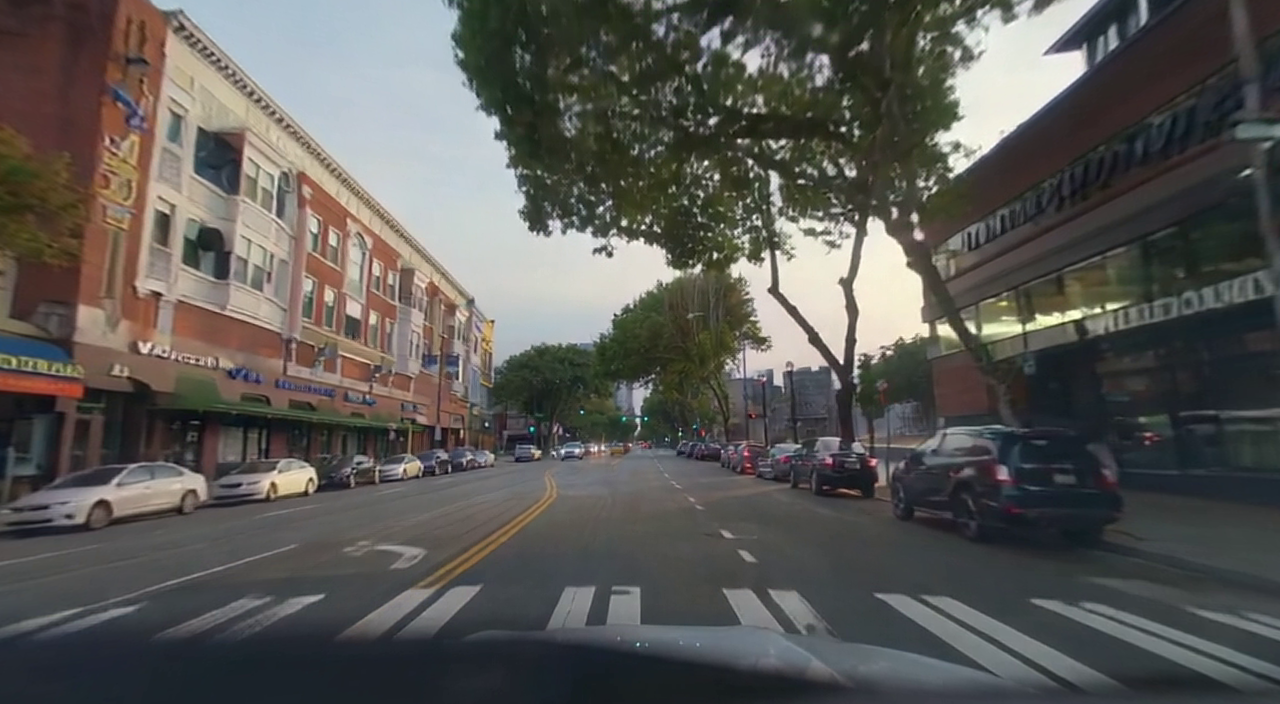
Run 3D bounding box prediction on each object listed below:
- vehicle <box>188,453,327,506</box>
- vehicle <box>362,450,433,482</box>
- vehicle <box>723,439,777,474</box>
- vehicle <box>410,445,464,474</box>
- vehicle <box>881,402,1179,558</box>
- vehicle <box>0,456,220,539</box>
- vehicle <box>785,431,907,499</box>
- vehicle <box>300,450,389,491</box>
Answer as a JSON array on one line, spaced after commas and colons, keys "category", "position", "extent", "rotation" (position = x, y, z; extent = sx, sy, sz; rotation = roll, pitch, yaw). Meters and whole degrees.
[{"category": "vehicle", "position": [-12.631, 4.203, 21.263], "extent": [1.927, 1.489, 4.572], "rotation": [0, -8, -2]}, {"category": "vehicle", "position": [-12.534, 5.889, 32.947], "extent": [1.868, 1.418, 4.415], "rotation": [-2, -8, 1]}, {"category": "vehicle", "position": [5.499, 5.268, 32.098], "extent": [1.899, 1.642, 4.463], "rotation": [0, -8, 0]}, {"category": "vehicle", "position": [-12.034, 6.363, 37.713], "extent": [1.834, 1.643, 4.110], "rotation": [0, -8, 1]}, {"category": "vehicle", "position": [5.885, 1.978, 10.394], "extent": [2.010, 1.943, 4.319], "rotation": [-2, -9, -1]}, {"category": "vehicle", "position": [-12.031, 3.207, 14.534], "extent": [1.804, 1.533, 4.121], "rotation": [0, -8, 1]}, {"category": "vehicle", "position": [5.975, 3.308, 18.996], "extent": [1.991, 1.771, 4.604], "rotation": [0, -8, -1]}, {"category": "vehicle", "position": [-12.525, 5.013, 27.094], "extent": [1.800, 1.532, 4.110], "rotation": [0, -8, 0]}]
